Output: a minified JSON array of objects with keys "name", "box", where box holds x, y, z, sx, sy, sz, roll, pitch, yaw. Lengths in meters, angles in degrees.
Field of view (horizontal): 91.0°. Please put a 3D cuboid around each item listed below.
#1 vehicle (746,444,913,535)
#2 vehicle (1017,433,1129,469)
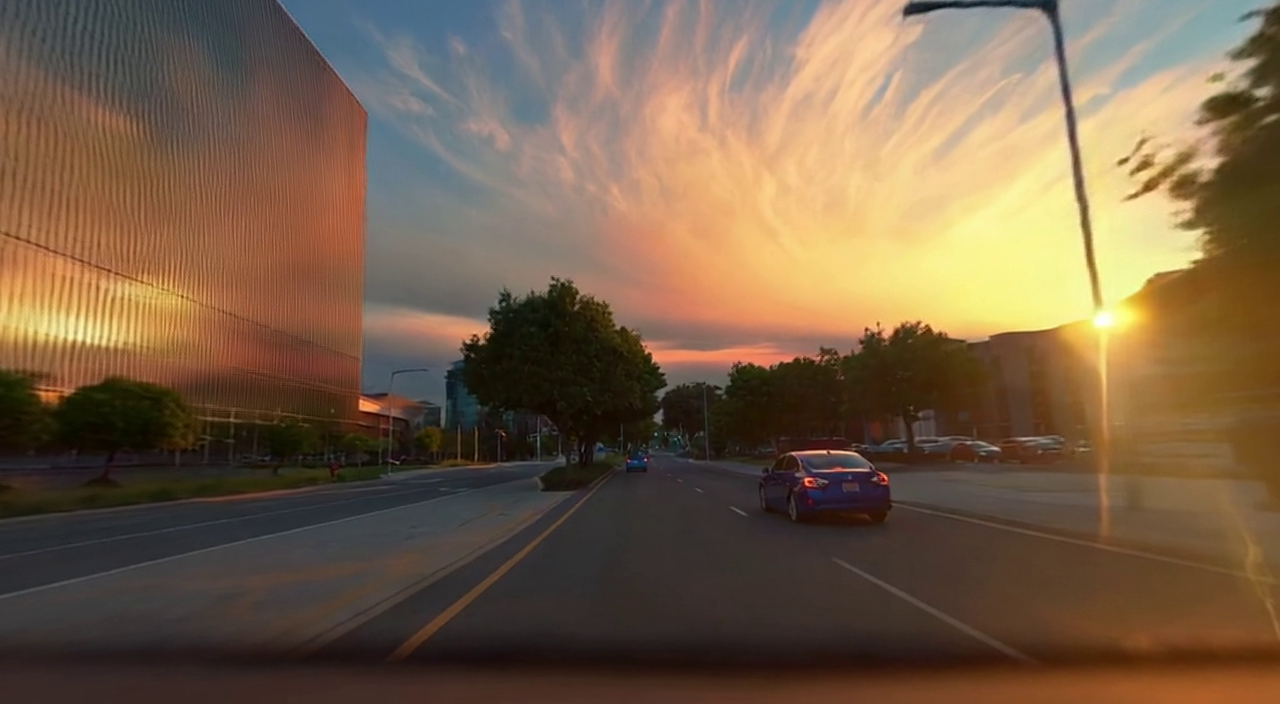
[{"name":"vehicle","box":[3.548,2.629,12.708,1.993,1.501,4.127,0,-9,-1]},{"name":"vehicle","box":[20.727,4.722,30.247,3.996,1.481,1.853,-2,-7,-1]}]
